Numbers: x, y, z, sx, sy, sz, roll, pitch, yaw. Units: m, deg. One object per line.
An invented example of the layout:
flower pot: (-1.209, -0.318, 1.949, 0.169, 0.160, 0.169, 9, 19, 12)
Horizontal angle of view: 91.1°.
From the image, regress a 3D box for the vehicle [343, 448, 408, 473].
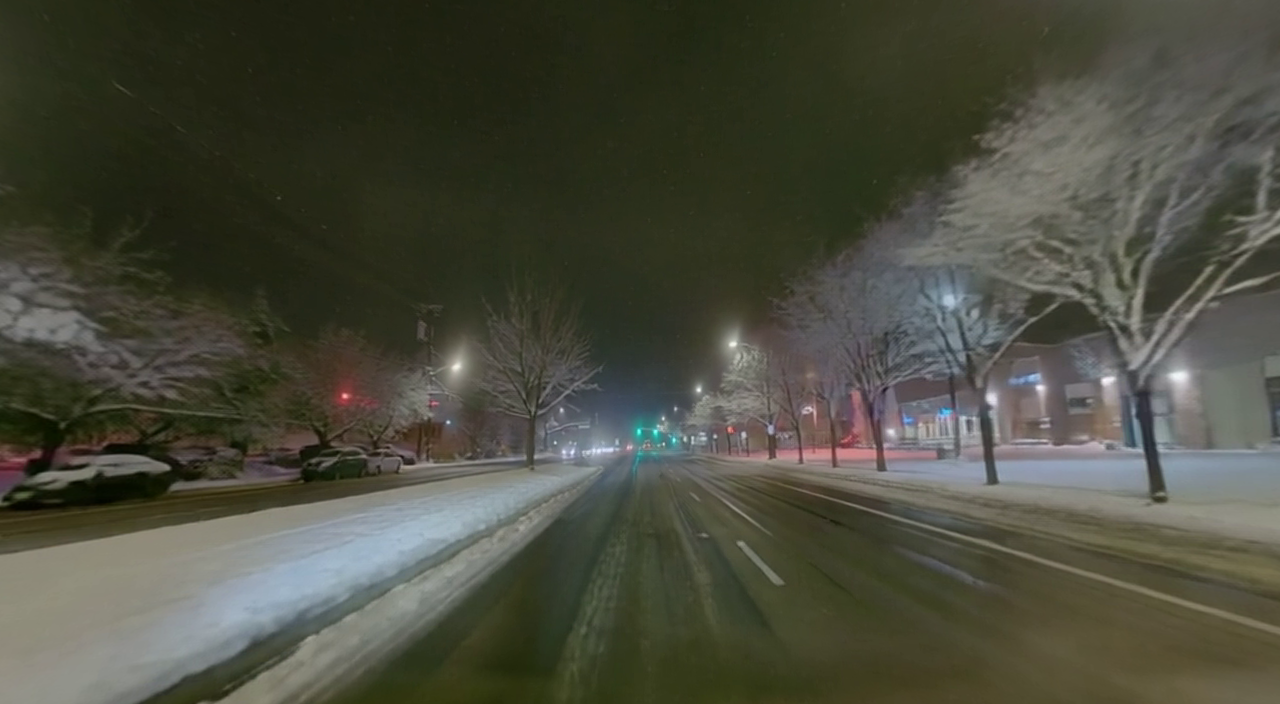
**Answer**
vehicle: (-18.706, 7.684, 44.725, 2.177, 1.656, 5.516, 0, -9, 1)

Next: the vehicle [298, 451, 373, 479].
vehicle: (-18.796, 6.969, 39.007, 2.034, 1.562, 4.828, -1, -9, 3)

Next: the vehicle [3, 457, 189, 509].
vehicle: (-18.997, 4.565, 22.356, 2.121, 1.567, 5.042, 0, -9, -1)
